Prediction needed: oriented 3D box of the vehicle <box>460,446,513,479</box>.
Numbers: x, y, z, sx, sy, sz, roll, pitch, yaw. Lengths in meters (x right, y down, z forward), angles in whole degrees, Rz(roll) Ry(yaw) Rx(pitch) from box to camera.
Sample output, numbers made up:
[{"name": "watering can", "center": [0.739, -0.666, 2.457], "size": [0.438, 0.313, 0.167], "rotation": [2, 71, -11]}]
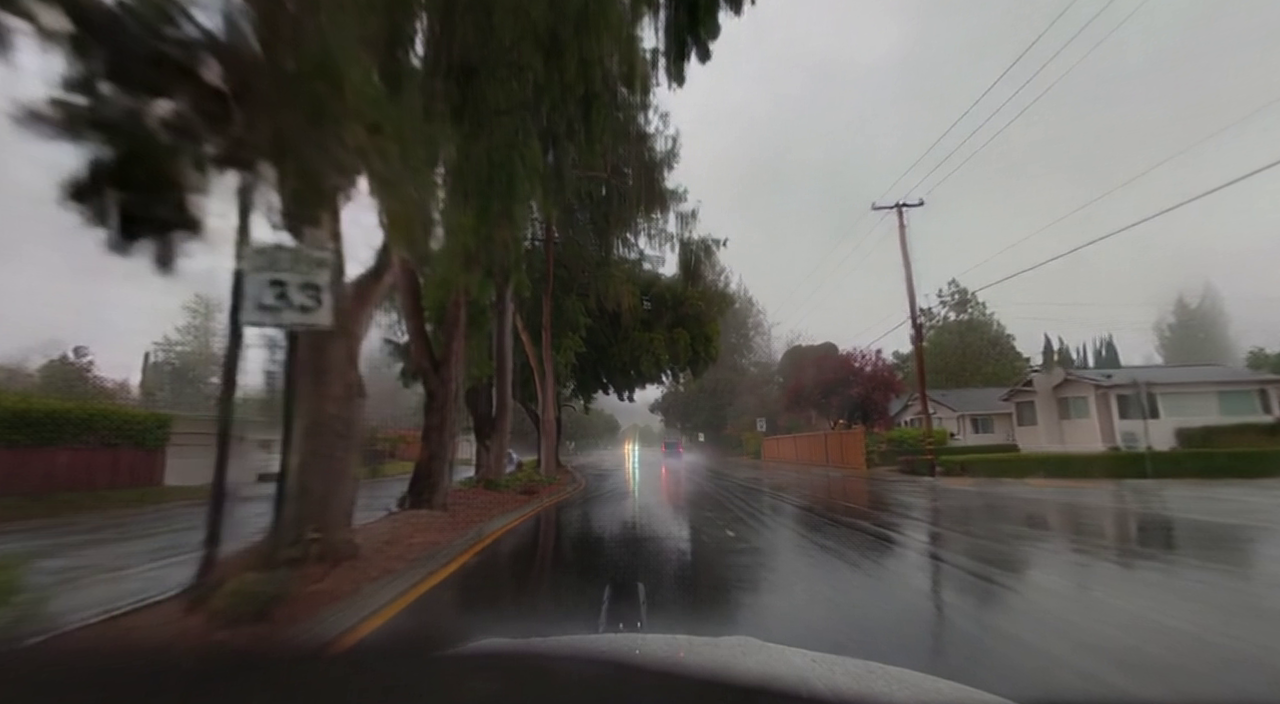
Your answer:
[{"name": "vehicle", "center": [-8.955, 6.475, 37.269], "size": [1.964, 1.722, 4.403], "rotation": [-2, -9, 2]}]

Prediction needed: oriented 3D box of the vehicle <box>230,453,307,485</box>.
[{"name": "vehicle", "center": [-21.704, 6.821, 37.140], "size": [1.860, 1.663, 4.418], "rotation": [0, -9, -1]}]
